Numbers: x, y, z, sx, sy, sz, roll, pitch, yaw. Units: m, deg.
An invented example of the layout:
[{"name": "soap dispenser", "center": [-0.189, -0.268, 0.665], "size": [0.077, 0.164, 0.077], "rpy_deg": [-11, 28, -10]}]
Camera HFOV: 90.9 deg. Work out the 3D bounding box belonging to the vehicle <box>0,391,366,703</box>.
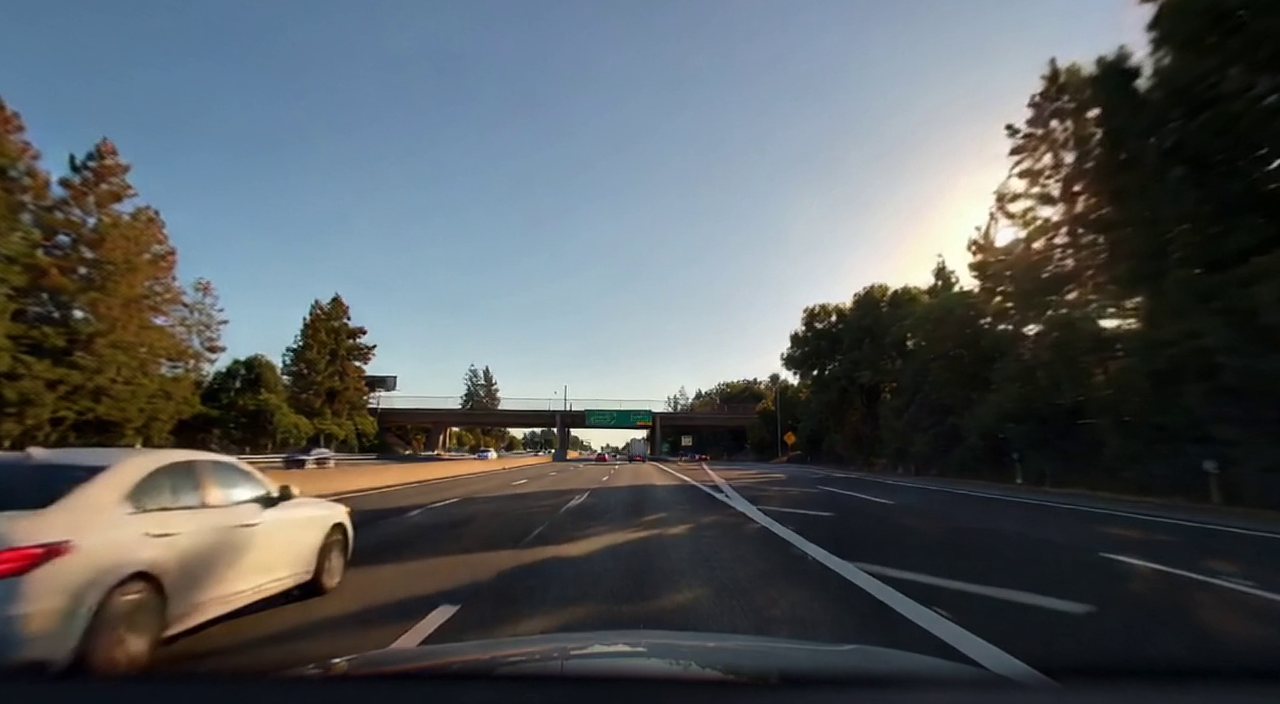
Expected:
[{"name": "vehicle", "center": [-3.782, 1.182, 4.084], "size": [2.070, 1.564, 4.145], "rpy_deg": [0, -9, 1]}]
